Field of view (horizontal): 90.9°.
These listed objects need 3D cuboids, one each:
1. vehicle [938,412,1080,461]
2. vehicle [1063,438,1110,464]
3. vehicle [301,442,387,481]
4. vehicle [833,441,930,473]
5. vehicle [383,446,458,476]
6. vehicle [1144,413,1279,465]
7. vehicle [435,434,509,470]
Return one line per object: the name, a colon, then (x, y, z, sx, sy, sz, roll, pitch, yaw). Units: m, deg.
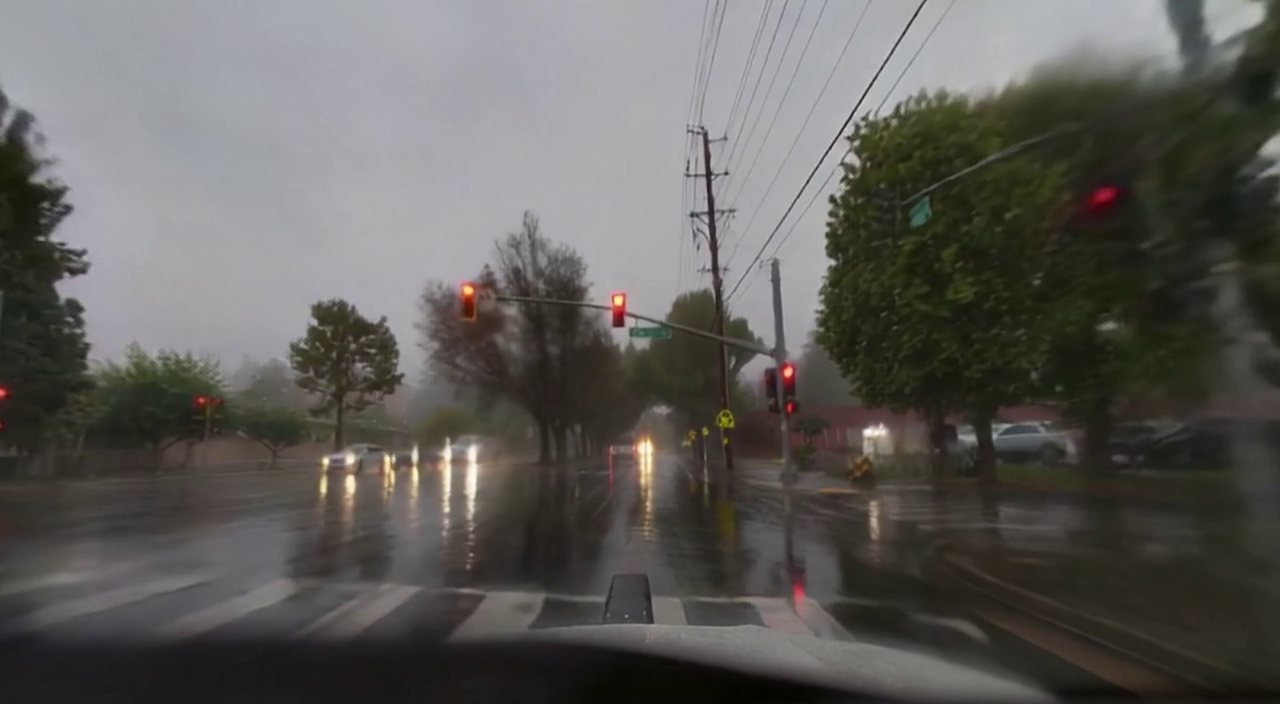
vehicle: (19.080, 4.496, 32.951, 2.609, 2.332, 5.734, 4, -10, -26)
vehicle: (29.454, 6.513, 41.667, 1.740, 1.414, 3.875, -6, -7, 25)
vehicle: (-15.527, 5.758, 33.406, 2.112, 1.880, 4.479, -1, -8, 4)
vehicle: (12.821, 5.557, 33.809, 1.897, 1.532, 4.694, 3, -9, -27)
vehicle: (-12.054, 6.017, 34.985, 2.090, 1.519, 4.919, -1, -8, 4)
vehicle: (25.758, 3.724, 26.780, 2.370, 2.038, 6.186, 4, -9, -24)
vehicle: (-11.538, 6.922, 43.832, 2.798, 2.249, 6.296, -1, -8, 6)
